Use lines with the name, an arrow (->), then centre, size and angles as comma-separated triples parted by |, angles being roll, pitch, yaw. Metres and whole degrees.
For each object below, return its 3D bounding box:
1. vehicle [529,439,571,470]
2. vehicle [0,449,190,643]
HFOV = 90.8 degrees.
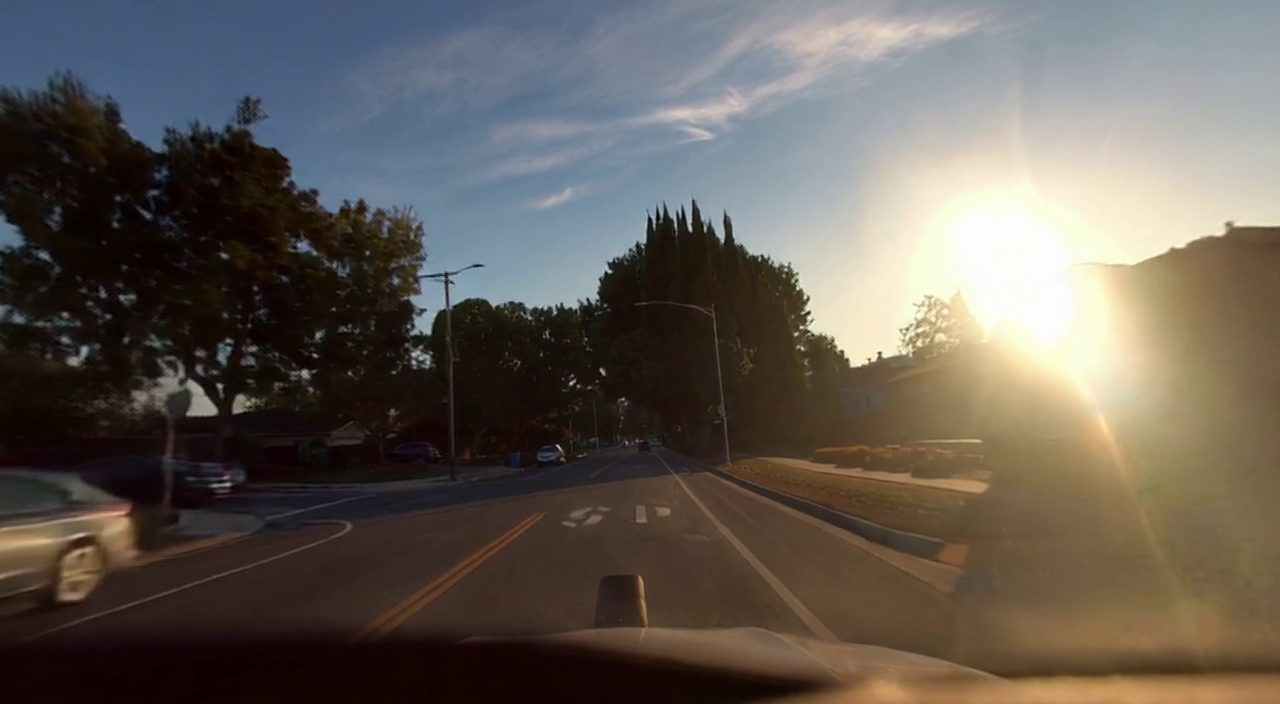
vehicle -> -6.408, 7.383, 45.488 | 2.176, 1.885, 5.174 | -5, -9, 0
vehicle -> -6.835, 1.704, 5.250 | 1.984, 1.732, 5.628 | -1, -9, 1
